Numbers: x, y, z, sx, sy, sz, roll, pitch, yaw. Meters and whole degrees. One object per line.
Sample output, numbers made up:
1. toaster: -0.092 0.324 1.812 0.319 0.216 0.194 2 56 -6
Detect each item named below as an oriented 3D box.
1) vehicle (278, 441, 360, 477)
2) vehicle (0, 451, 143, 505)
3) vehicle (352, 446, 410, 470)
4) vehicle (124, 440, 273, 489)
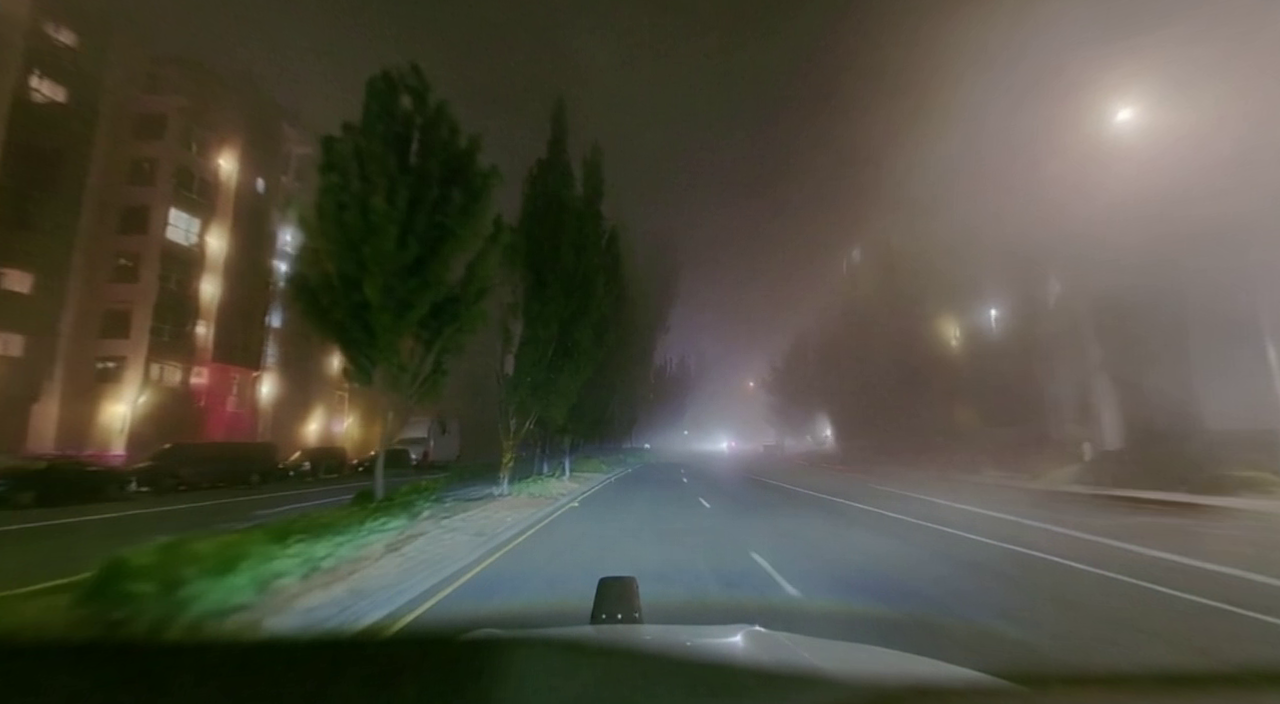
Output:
1. vehicle: -18.147 6.055 36.004 2.001 1.836 4.746 -1 -9 2
2. vehicle: -18.778 3.995 20.319 1.880 1.457 4.487 -3 -8 1
3. vehicle: -17.550 7.224 43.023 1.808 1.531 4.366 -1 -10 4
4. vehicle: -18.393 4.710 26.776 2.295 1.809 5.236 -2 -9 4
